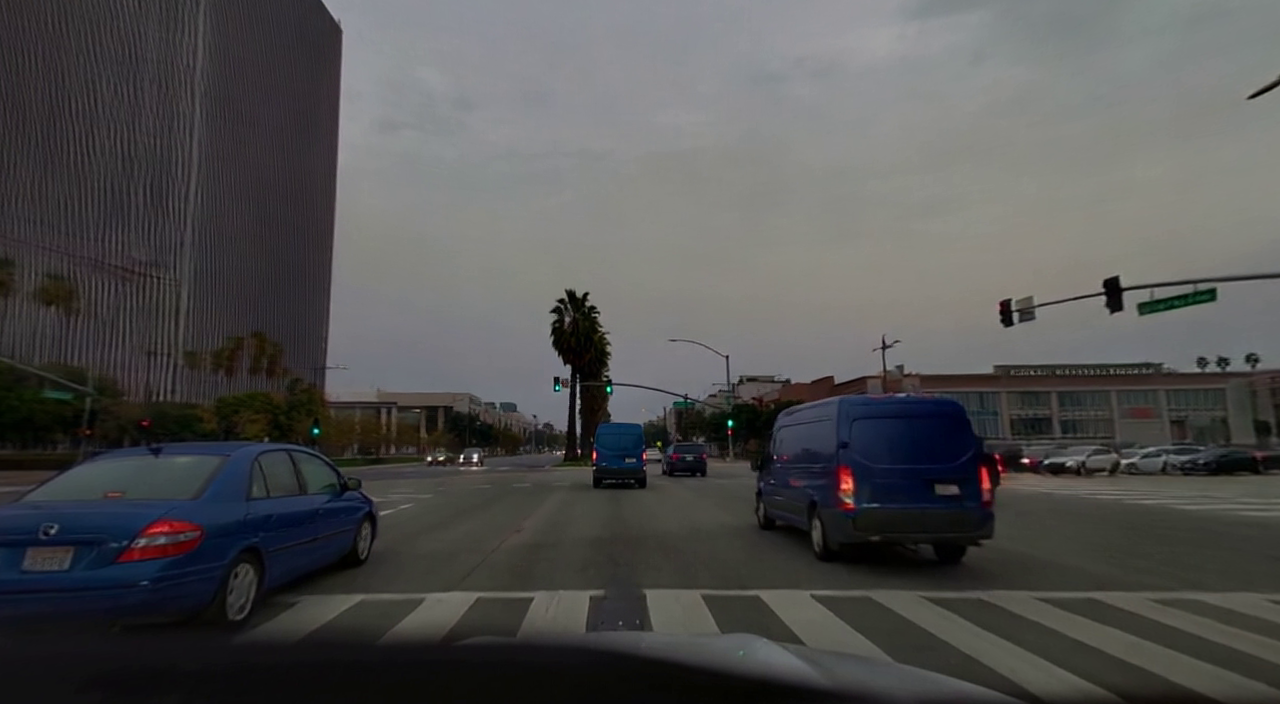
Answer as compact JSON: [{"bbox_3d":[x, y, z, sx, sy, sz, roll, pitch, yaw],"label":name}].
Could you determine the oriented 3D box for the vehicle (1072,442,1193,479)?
[{"bbox_3d":[21.658,4.746,27.846,3.798,1.550,2.006,1,-9,-9],"label":"vehicle"}]

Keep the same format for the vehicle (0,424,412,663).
[{"bbox_3d":[-3.946,1.508,6.199,1.997,1.430,4.655,0,-9,-4],"label":"vehicle"}]

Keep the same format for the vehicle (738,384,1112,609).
[{"bbox_3d":[2.733,1.537,7.616,2.200,1.847,4.618,0,-9,-2],"label":"vehicle"}]

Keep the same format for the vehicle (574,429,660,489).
[{"bbox_3d":[-0.876,3.999,23.978,2.848,1.991,5.706,0,-9,-2],"label":"vehicle"}]

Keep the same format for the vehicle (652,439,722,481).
[{"bbox_3d":[2.010,4.855,28.687,2.462,1.736,4.899,0,-9,-4],"label":"vehicle"}]
